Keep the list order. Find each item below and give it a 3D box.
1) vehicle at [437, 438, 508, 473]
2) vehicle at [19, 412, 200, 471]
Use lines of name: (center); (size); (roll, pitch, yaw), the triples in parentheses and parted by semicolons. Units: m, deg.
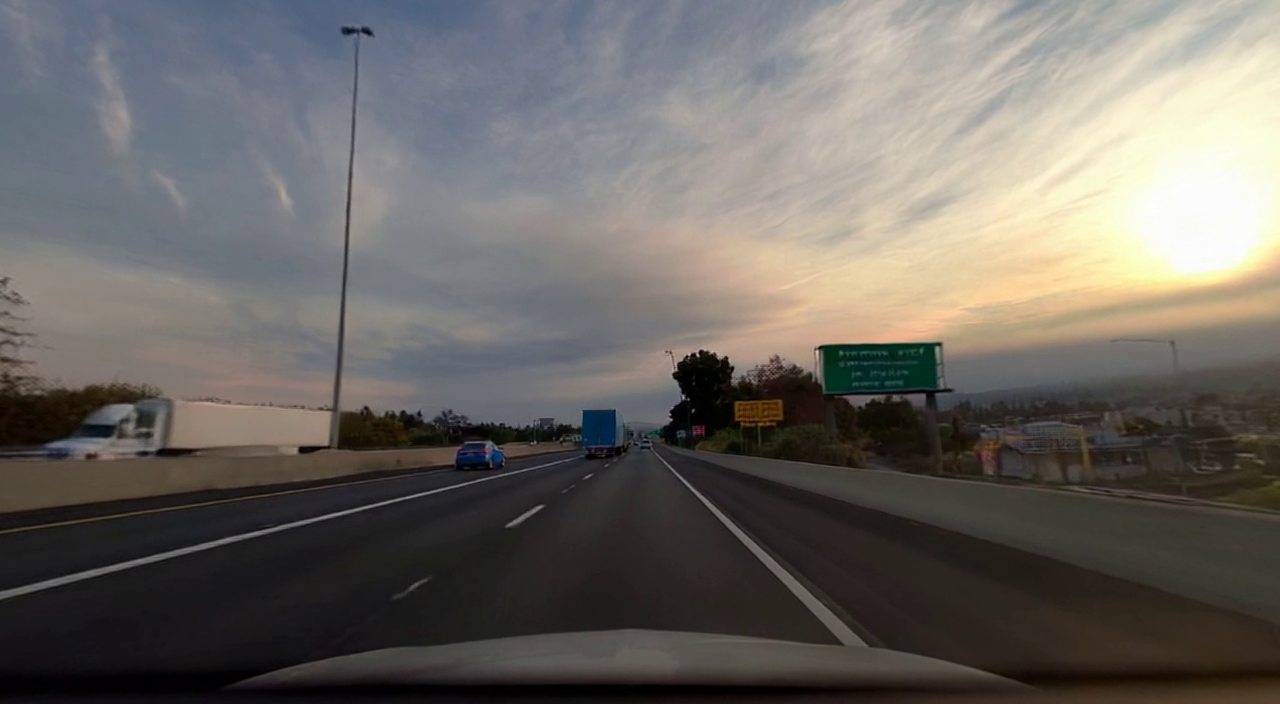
vehicle: (-7.640, 4.745, 29.128); (1.901, 1.467, 4.629); (0, -8, 1)
vehicle: (-32.599, 5.621, 39.381); (2.885, 3.192, 9.464); (0, -8, 1)
